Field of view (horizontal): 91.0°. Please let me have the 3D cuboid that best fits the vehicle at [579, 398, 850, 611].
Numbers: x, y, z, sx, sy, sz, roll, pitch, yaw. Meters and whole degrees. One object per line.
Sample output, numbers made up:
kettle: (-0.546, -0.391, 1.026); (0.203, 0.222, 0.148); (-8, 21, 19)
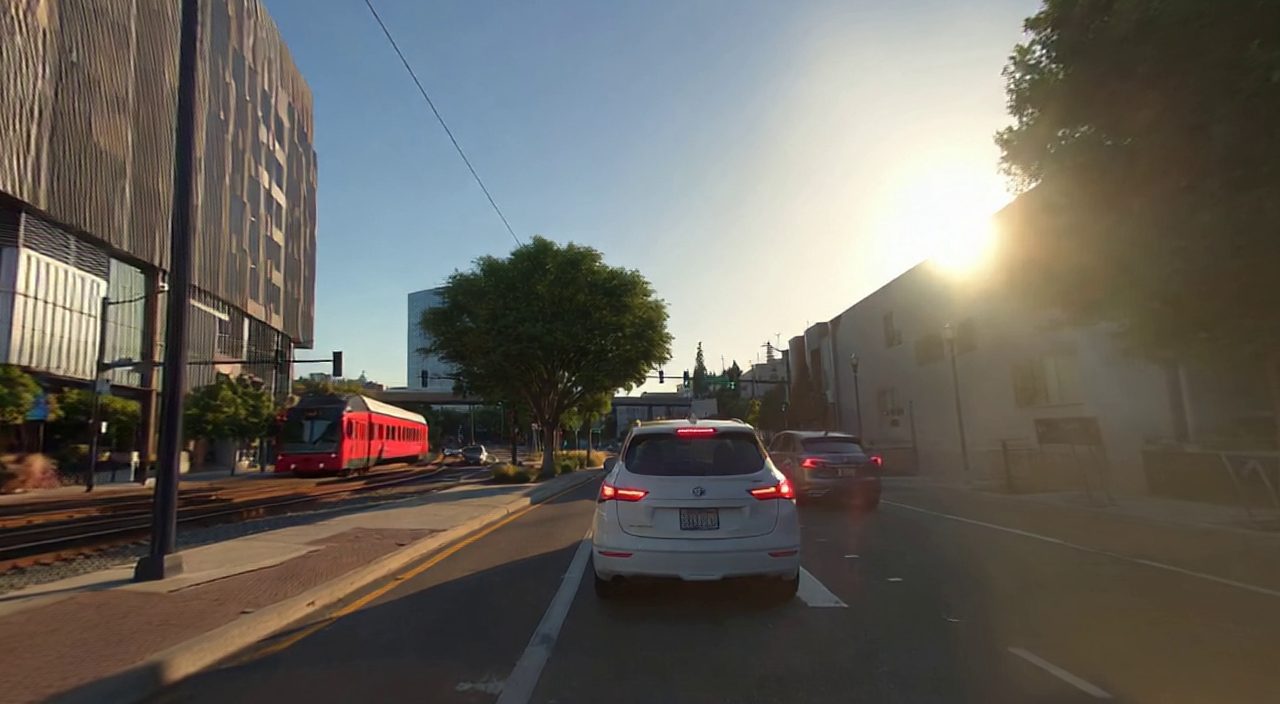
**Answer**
vehicle: (0.489, 1.527, 7.183); (2.190, 1.684, 4.084); (0, -9, -3)
